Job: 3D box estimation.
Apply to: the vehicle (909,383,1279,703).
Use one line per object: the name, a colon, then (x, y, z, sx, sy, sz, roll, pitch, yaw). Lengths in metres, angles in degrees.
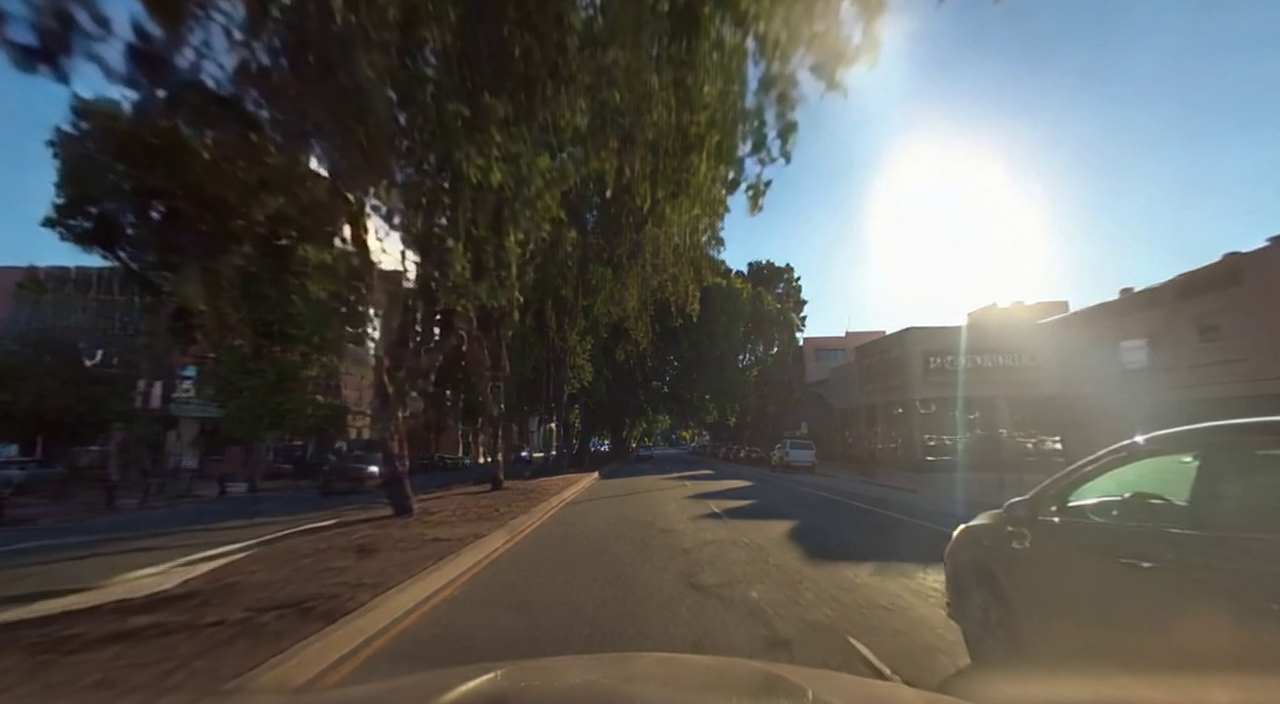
vehicle: (2.887, 0.914, 2.332, 1.989, 1.498, 4.050, 0, -8, 0)

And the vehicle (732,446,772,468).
vehicle: (7.602, 7.135, 43.090, 1.874, 1.438, 4.466, 0, -8, -1)

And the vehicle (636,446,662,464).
vehicle: (0.660, 7.833, 48.057, 1.945, 1.343, 3.827, 0, -8, 0)

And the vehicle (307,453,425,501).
vehicle: (-8.395, 3.838, 19.803, 1.748, 1.278, 4.300, 0, -8, 0)

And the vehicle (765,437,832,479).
vehicle: (7.544, 5.068, 30.431, 2.050, 1.838, 4.535, 0, -8, 0)
